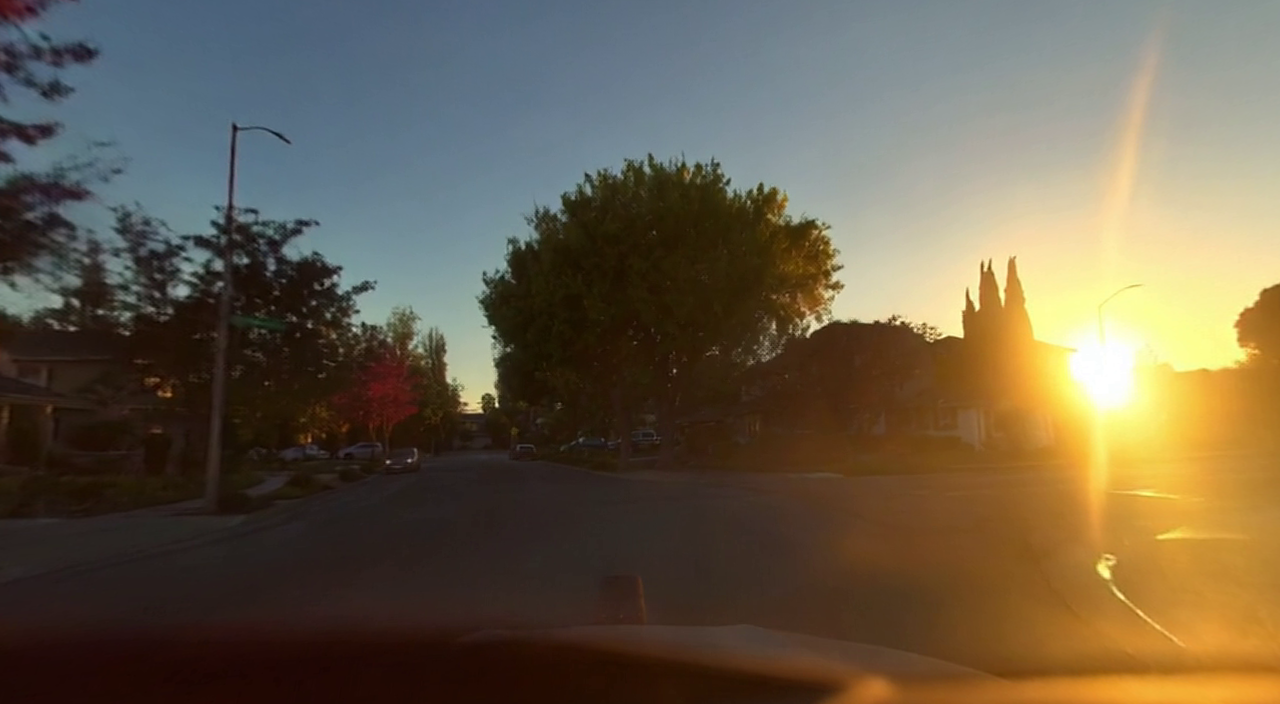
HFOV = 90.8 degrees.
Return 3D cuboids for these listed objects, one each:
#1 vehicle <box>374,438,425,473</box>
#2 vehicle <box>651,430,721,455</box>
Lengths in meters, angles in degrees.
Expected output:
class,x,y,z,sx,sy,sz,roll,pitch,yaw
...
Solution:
class,x,y,z,sx,sy,sz,roll,pitch,yaw
vehicle,-13.440,5.782,35.565,2.152,1.826,4.725,2,-9,-16
vehicle,3.048,6.030,41.995,4.241,1.597,1.833,2,-9,-16
